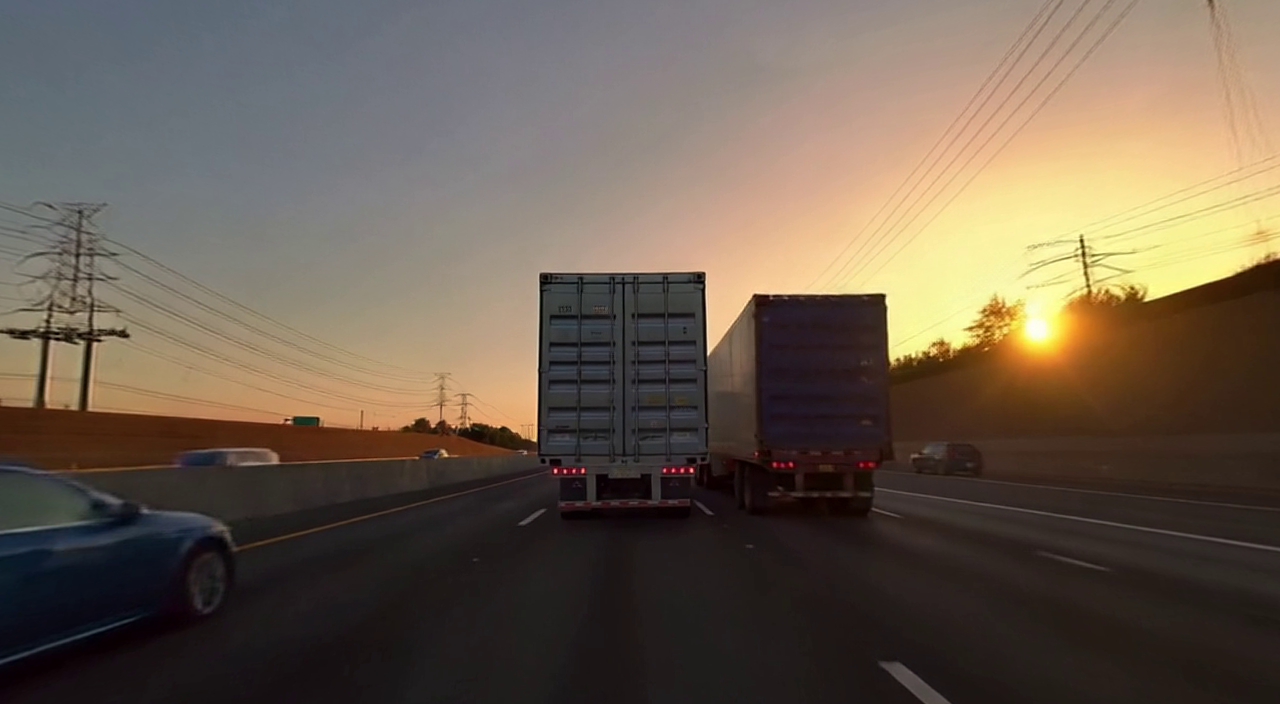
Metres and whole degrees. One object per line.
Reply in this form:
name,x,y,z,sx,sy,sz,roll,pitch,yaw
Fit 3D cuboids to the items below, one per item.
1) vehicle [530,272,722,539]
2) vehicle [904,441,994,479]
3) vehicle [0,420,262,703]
vehicle,-0.215,1.646,15.660,2.841,4.071,12.046,0,-9,0
vehicle,12.781,4.485,26.439,1.766,1.452,3.703,0,-9,-2
vehicle,-4.184,1.068,2.975,1.993,1.475,4.540,0,-9,0
